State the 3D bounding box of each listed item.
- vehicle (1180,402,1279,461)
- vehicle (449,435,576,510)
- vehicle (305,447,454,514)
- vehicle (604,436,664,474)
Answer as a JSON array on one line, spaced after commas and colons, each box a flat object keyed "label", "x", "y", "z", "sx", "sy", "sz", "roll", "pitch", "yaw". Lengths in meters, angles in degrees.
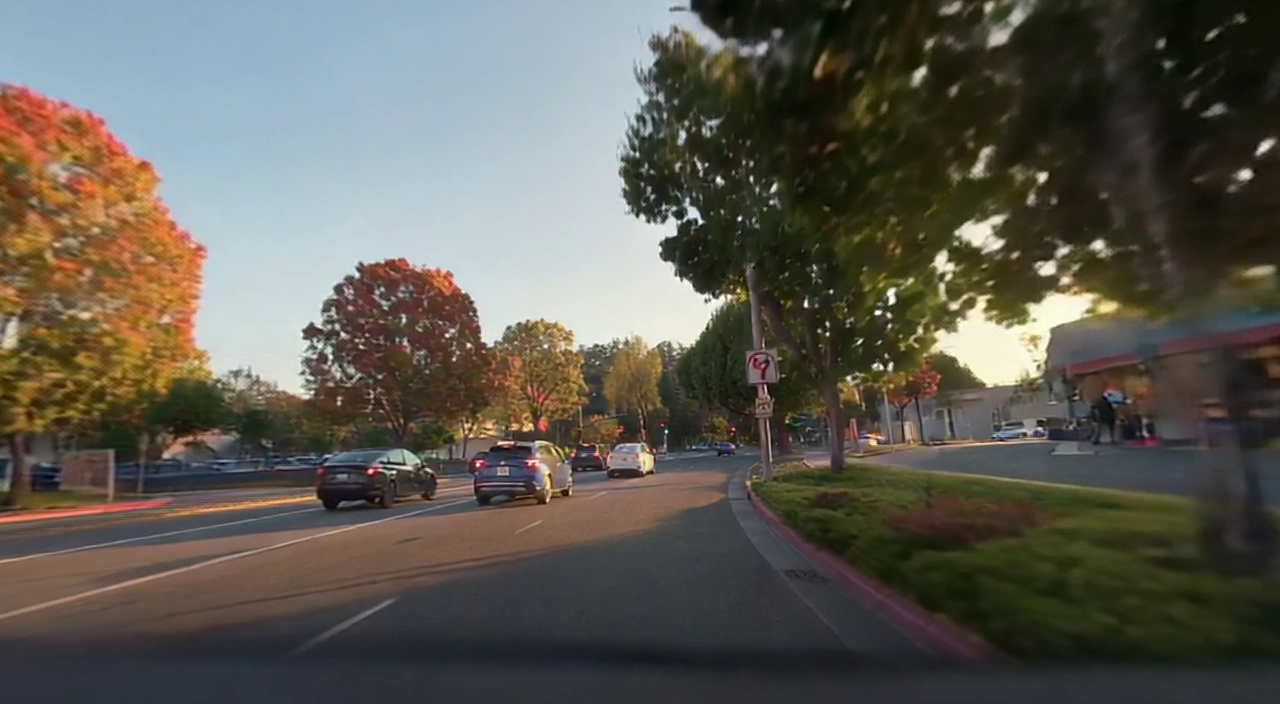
[{"label": "vehicle", "x": 20.875, "y": 2.782, "z": 21.753, "sx": 4.982, "sy": 1.789, "sz": 2.303, "roll": 6, "pitch": -11, "yaw": -38}, {"label": "vehicle", "x": -3.122, "y": 3.058, "z": 16.473, "sx": 2.002, "sy": 1.664, "sz": 4.113, "roll": -1, "pitch": -9, "yaw": 7}, {"label": "vehicle", "x": -6.818, "y": 3.366, "z": 17.084, "sx": 1.974, "sy": 1.558, "sz": 3.949, "roll": -1, "pitch": -9, "yaw": 7}, {"label": "vehicle", "x": -0.217, "y": 5.415, "z": 33.342, "sx": 2.167, "sy": 1.832, "sz": 4.679, "roll": -2, "pitch": -9, "yaw": 13}]
